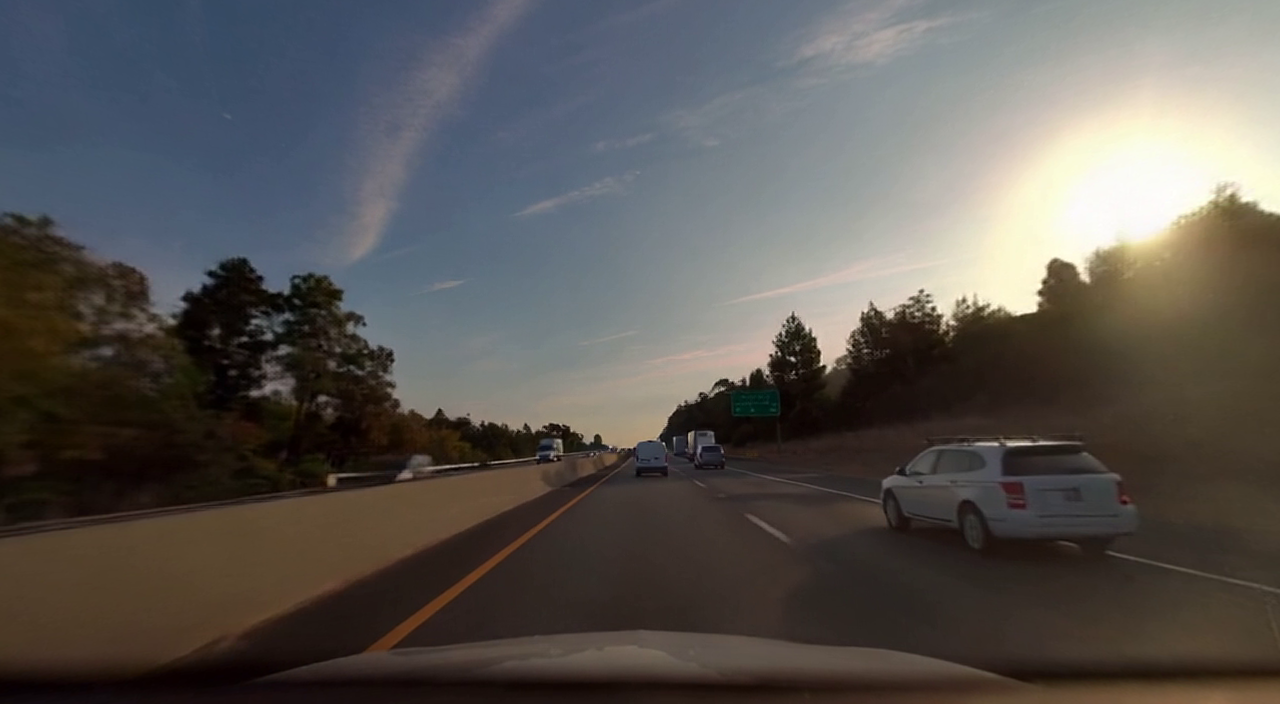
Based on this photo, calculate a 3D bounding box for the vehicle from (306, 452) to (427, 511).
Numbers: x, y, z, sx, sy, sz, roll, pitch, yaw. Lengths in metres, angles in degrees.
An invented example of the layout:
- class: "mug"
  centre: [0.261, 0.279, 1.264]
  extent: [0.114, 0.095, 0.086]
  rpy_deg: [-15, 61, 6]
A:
- class: "vehicle"
  centre: [-8.260, 3.916, 19.484]
  extent: [1.920, 1.570, 3.956]
  rpy_deg: [0, -9, 0]

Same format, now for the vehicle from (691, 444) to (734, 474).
- class: "vehicle"
  centre: [4.272, 6.338, 37.652]
  extent: [1.961, 1.689, 3.971]
  rpy_deg: [0, -9, -1]

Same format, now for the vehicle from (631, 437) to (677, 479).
- class: "vehicle"
  centre: [0.664, 5.285, 31.627]
  extent: [2.143, 1.925, 4.101]
  rpy_deg: [0, -9, 0]

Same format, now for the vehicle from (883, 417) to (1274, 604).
- class: "vehicle"
  centre: [4.399, 1.611, 7.149]
  extent: [1.868, 1.566, 3.509]
  rpy_deg: [0, -9, 0]
